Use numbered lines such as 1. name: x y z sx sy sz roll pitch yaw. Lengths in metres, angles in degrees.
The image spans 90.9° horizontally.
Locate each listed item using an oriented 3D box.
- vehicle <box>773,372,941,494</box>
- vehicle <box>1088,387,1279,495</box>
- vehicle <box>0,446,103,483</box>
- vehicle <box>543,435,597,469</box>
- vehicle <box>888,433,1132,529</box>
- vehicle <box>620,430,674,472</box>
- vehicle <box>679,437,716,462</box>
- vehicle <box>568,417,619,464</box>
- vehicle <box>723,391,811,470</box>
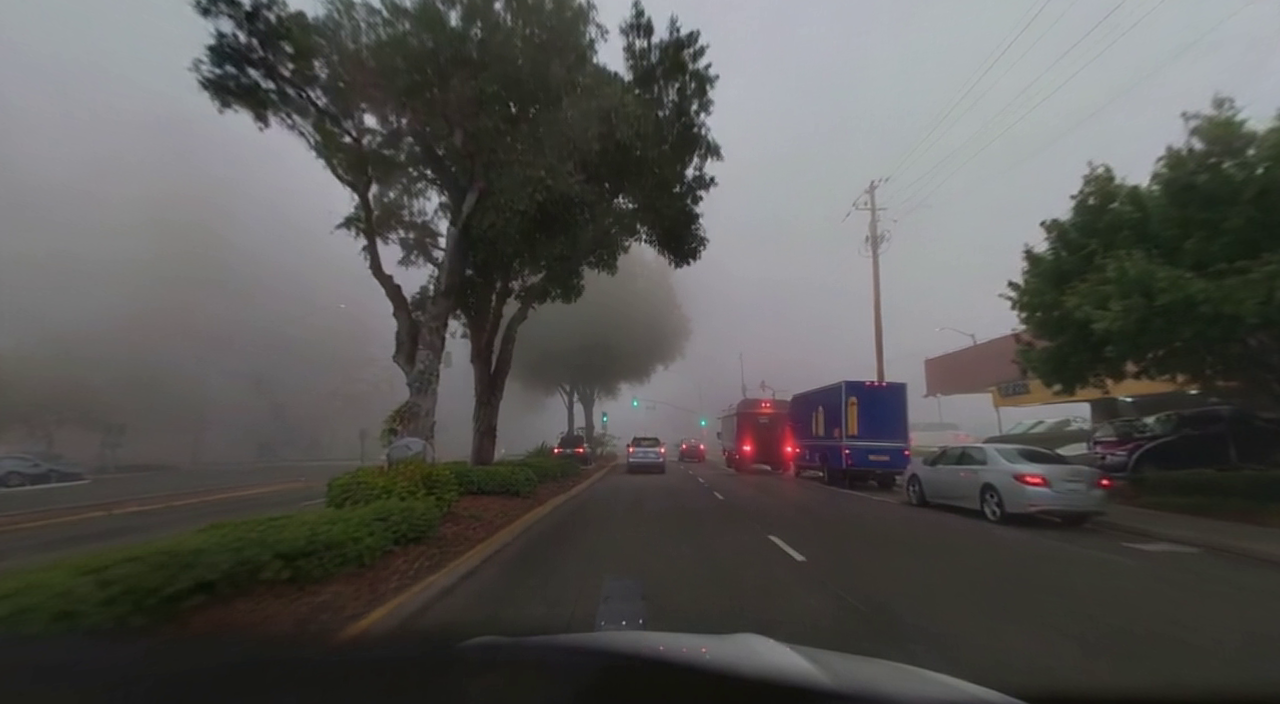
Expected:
1. vehicle: 6.858 2.813 21.521 2.891 3.361 7.843 -1 -8 0
2. vehicle: 13.750 2.200 15.699 5.354 2.214 2.504 6 -10 -36
3. vehicle: -29.268 5.330 30.100 1.971 1.578 5.304 -2 -8 12
4. vehicle: -3.314 4.844 30.641 2.008 1.500 4.369 -1 -8 1
5. vehicle: 6.702 2.359 12.192 1.980 1.473 4.537 -1 -8 1
6. vehicle: 0.344 4.396 28.216 2.209 1.718 4.008 -1 -8 1
7. vehicle: 3.737 6.458 41.775 2.075 1.540 4.411 -1 -8 1
8. vehicle: -2.950 5.866 41.721 2.715 2.791 7.171 -1 -8 1
9. vehicle: 7.005 4.662 36.593 2.816 3.804 10.315 -2 -9 0
